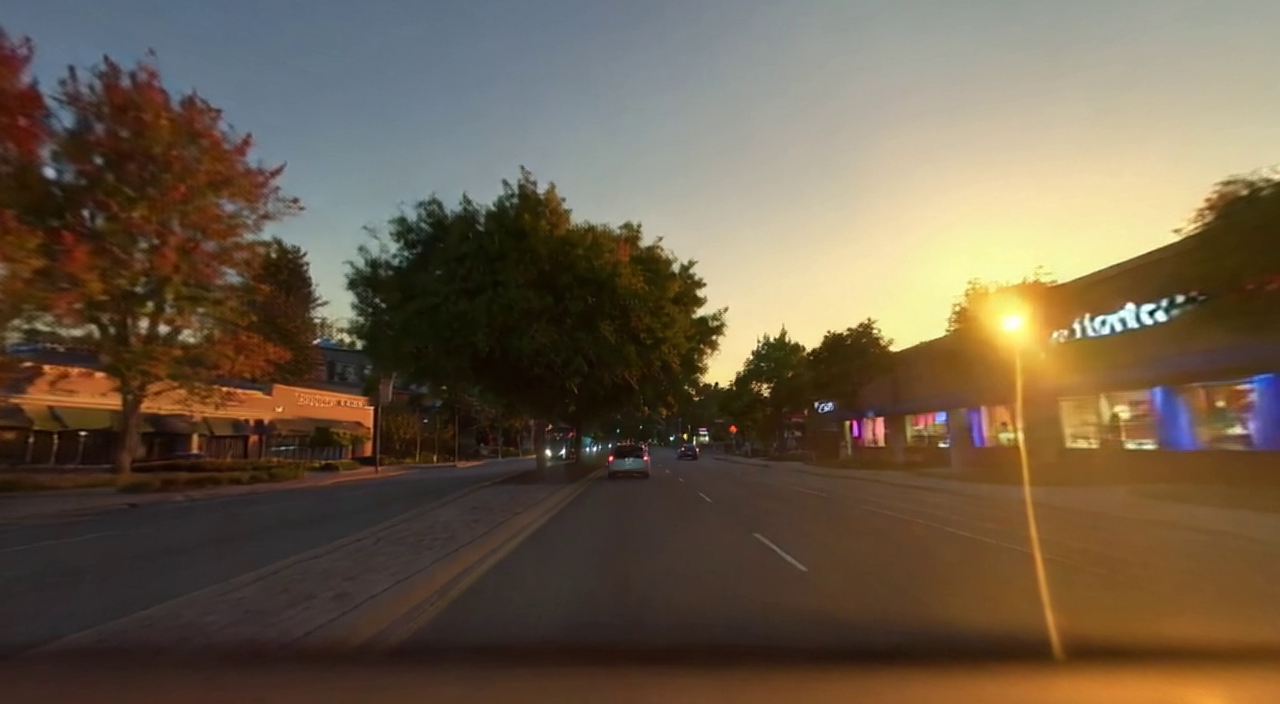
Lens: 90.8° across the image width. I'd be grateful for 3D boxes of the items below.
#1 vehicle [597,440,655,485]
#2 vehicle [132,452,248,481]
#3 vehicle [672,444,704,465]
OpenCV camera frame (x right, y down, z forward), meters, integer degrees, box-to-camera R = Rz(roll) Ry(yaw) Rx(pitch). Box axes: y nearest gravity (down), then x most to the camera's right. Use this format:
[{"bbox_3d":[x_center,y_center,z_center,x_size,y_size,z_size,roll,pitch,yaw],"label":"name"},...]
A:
[{"bbox_3d":[-0.503,4.051,23.408,2.006,1.487,3.535,0,-9,-1],"label":"vehicle"},{"bbox_3d":[-23.208,5.911,32.745,4.472,1.412,1.891,0,-9,-3],"label":"vehicle"},{"bbox_3d":[3.497,7.545,46.663,1.910,1.474,4.003,0,-9,-2],"label":"vehicle"}]
